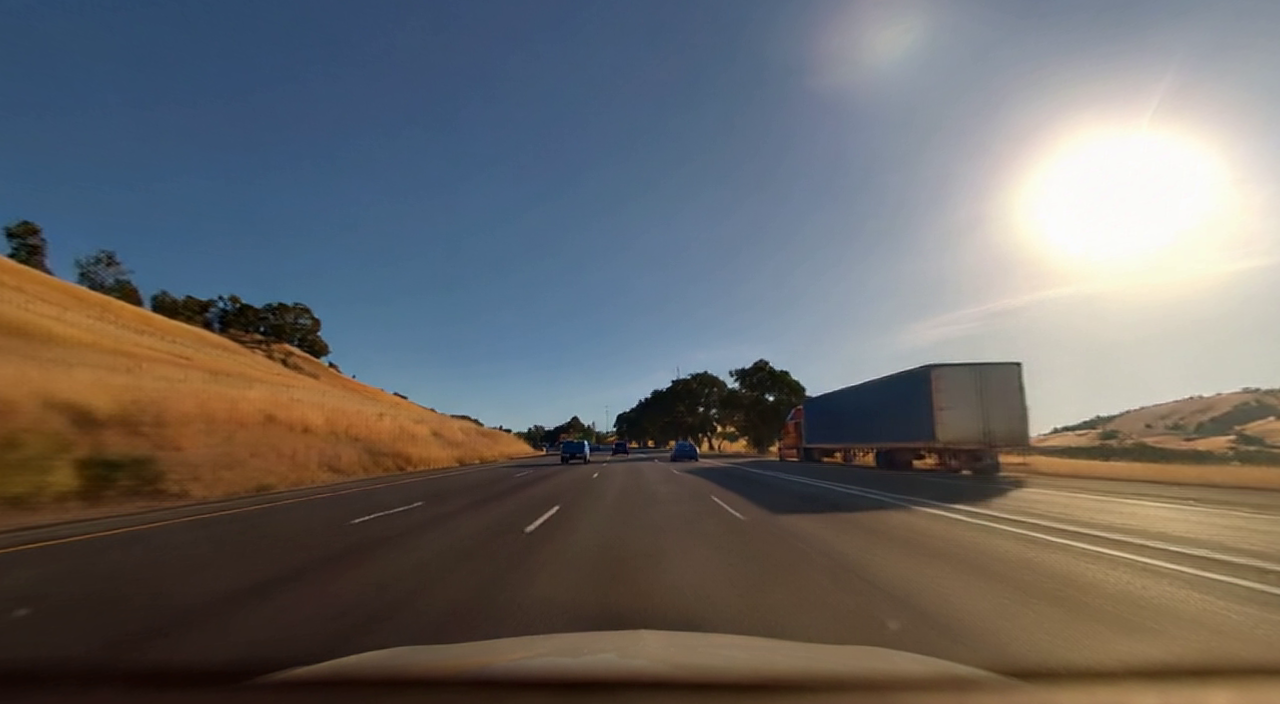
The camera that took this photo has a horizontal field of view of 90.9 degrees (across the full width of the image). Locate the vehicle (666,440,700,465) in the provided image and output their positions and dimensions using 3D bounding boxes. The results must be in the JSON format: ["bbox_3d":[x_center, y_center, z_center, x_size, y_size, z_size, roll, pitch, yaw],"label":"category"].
[{"bbox_3d":[3.066,7.230,45.525,1.995,1.712,4.206,0,-8,-3],"label":"vehicle"}]

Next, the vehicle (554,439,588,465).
[{"bbox_3d":[-5.077,7.464,47.225,2.120,1.855,4.619,0,-8,-1],"label":"vehicle"}]

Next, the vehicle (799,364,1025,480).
[{"bbox_3d":[11.783,3.713,30.786,2.953,4.129,16.568,0,-8,-3],"label":"vehicle"}]
